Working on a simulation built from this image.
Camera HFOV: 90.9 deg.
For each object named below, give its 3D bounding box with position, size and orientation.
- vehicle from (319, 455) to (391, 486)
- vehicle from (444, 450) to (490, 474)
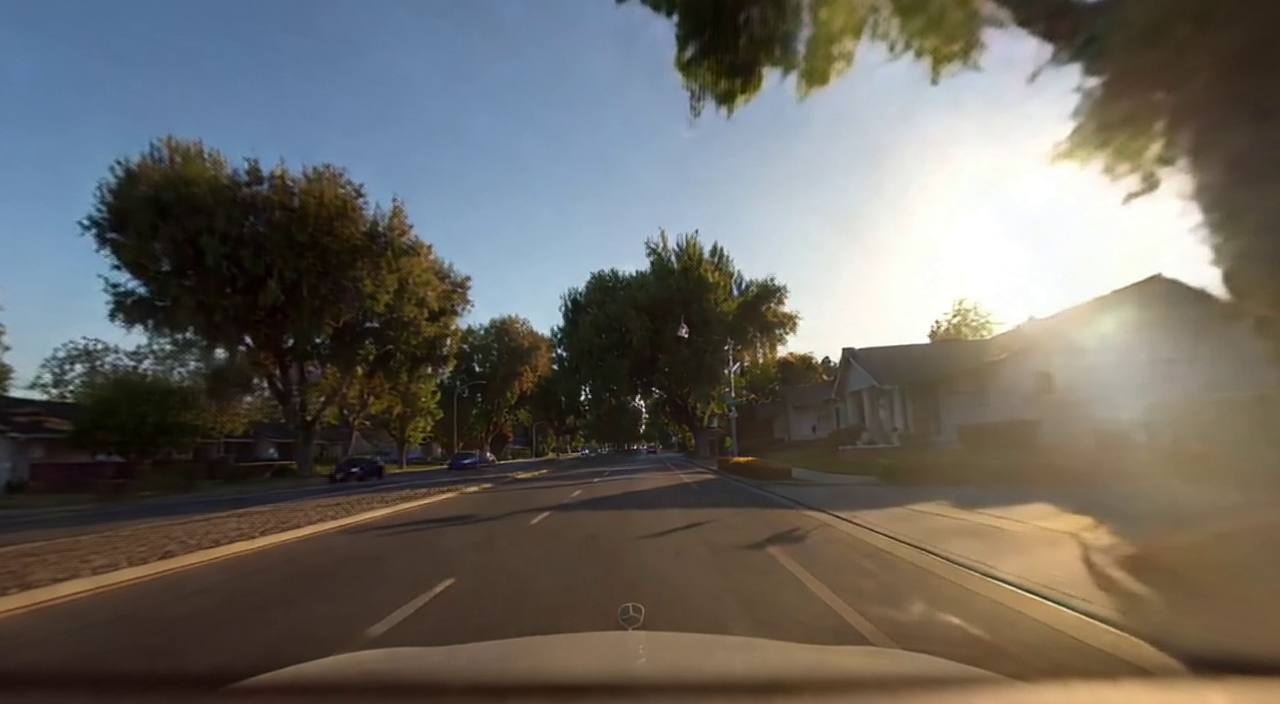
[{"bbox_3d":[-15.480,6.445,34.528,1.942,1.481,4.412,0,-9,-1],"label":"vehicle"},{"bbox_3d":[-12.641,8.084,46.386,2.193,1.628,4.560,0,-9,-1],"label":"vehicle"}]
